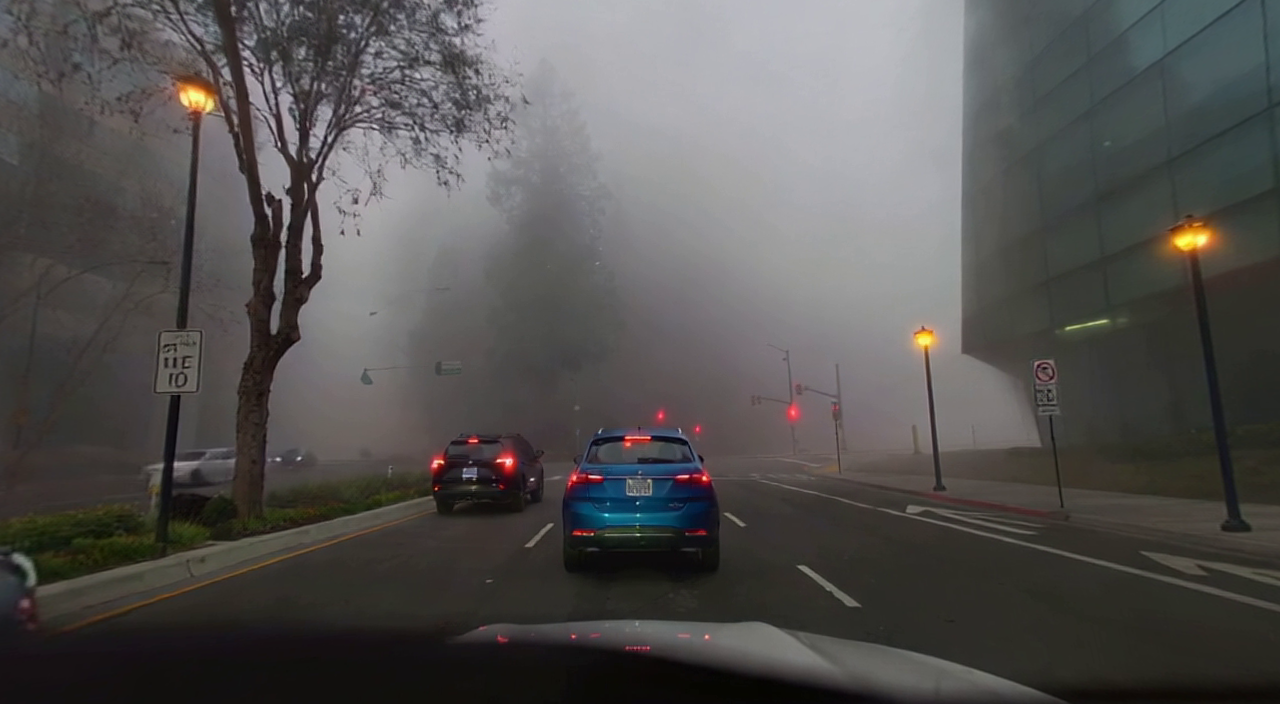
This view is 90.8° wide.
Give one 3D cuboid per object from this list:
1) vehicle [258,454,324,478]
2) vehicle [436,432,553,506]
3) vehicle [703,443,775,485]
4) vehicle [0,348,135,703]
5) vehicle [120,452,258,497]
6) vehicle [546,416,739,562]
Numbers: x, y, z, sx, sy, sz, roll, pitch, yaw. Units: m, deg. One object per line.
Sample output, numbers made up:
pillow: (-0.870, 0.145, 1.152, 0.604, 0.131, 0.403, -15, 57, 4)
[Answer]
vehicle: (-23.092, 7.542, 42.045, 1.830, 1.454, 4.451, 0, -8, 0)
vehicle: (-3.620, 2.989, 16.581, 2.068, 1.678, 4.199, 0, -8, 0)
vehicle: (3.709, 4.258, 24.459, 2.082, 1.445, 4.426, 0, -8, 0)
vehicle: (-3.615, 0.602, 0.934, 2.083, 1.691, 4.398, 0, -8, 0)
vehicle: (-16.516, 4.487, 23.485, 1.826, 1.422, 4.490, 0, -8, 0)
vehicle: (0.013, 1.885, 9.408, 2.207, 1.659, 4.155, 0, -8, 0)
